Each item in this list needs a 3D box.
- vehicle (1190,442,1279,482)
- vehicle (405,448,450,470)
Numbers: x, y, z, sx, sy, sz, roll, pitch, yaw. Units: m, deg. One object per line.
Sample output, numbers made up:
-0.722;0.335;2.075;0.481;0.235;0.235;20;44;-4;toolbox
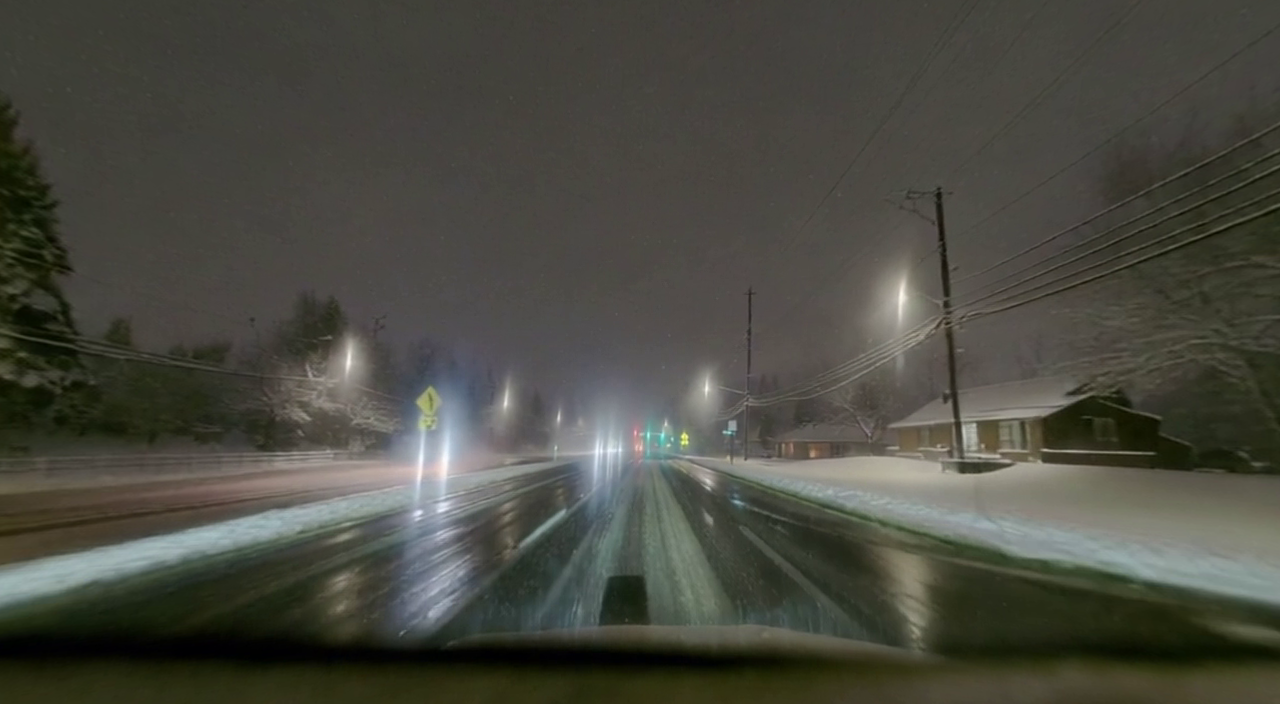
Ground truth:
42.964;7.714;44.673;2.262;2.655;5.672;1;-8;-6;vehicle
-15.236;7.662;45.475;1.808;1.466;4.420;0;-8;-2;vehicle
